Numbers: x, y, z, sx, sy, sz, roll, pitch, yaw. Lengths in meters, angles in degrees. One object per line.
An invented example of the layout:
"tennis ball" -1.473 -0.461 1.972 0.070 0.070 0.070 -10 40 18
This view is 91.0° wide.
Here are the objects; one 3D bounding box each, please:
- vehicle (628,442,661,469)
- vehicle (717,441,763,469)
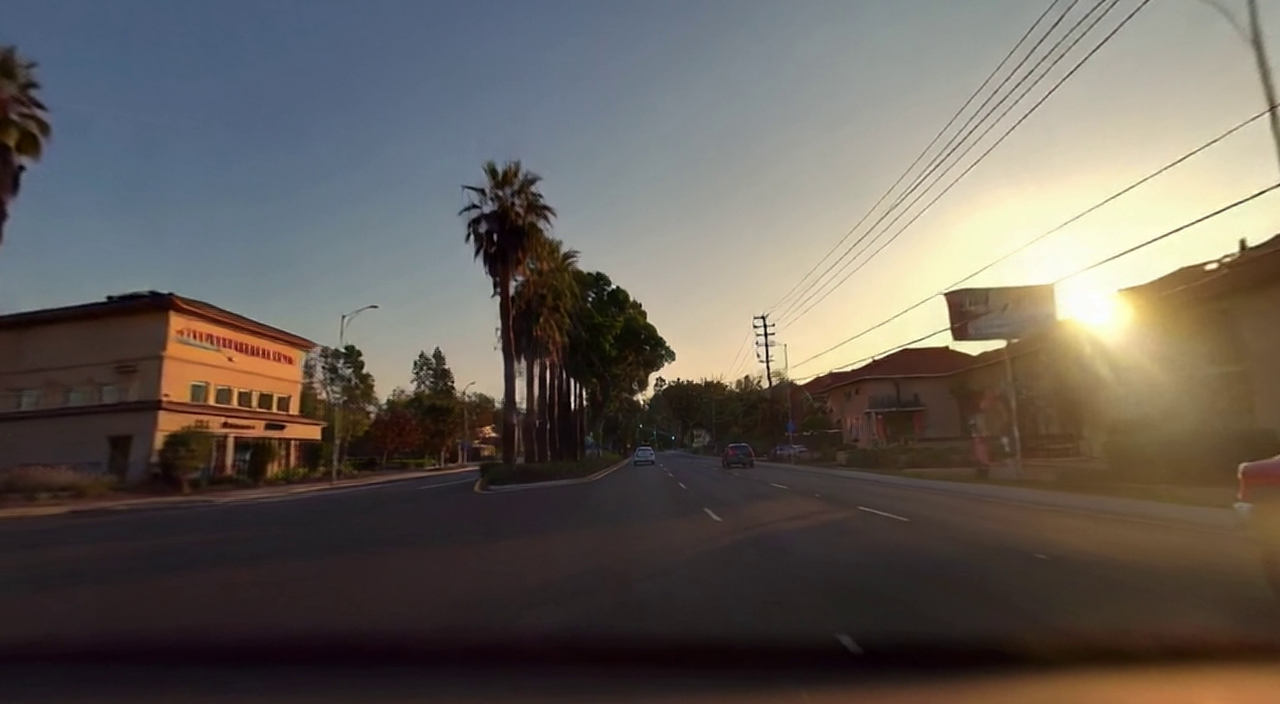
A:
"vehicle" 0.282 6.944 42.428 2.138 1.702 4.168 0 -9 0
"vehicle" 6.656 6.904 42.363 2.252 1.718 4.617 0 -9 0
